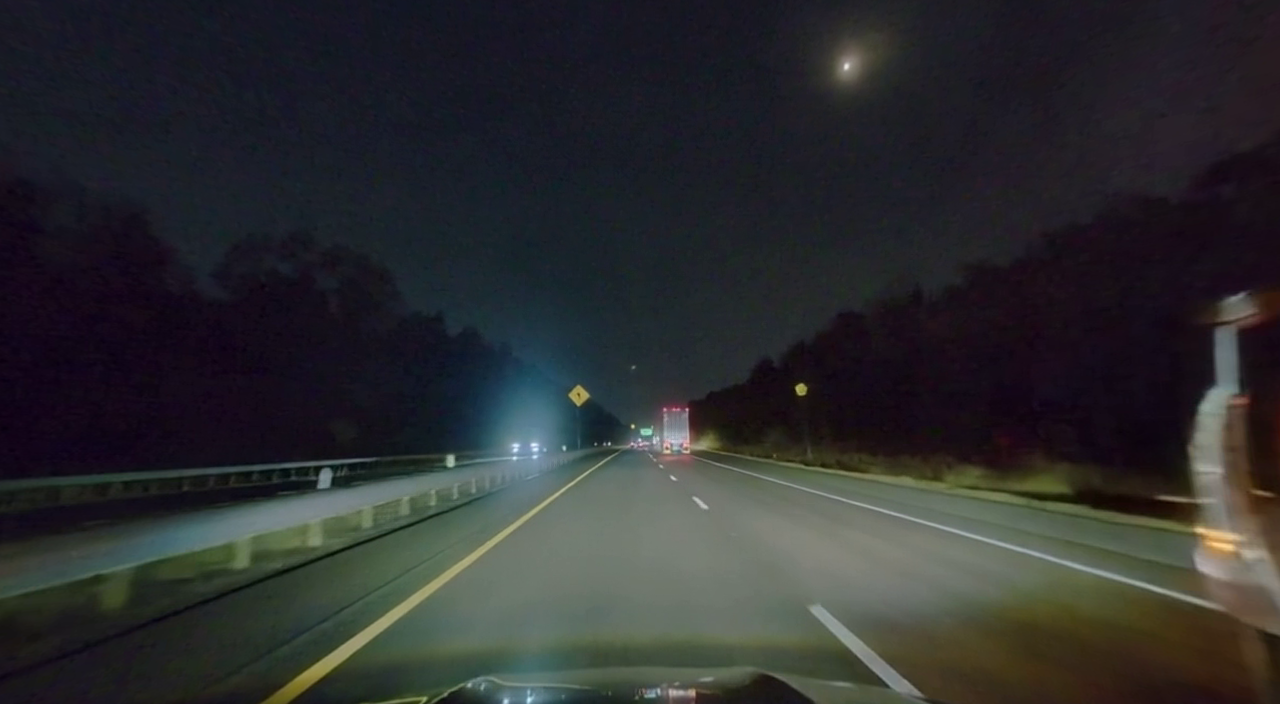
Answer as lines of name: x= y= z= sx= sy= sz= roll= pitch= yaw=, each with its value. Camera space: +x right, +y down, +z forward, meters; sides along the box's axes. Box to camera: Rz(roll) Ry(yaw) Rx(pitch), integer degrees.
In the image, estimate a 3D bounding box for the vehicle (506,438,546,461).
vehicle: x=-8.099 y=6.950 z=45.030 sx=1.932 sy=1.500 sz=4.449 roll=0 pitch=-8 yaw=0
